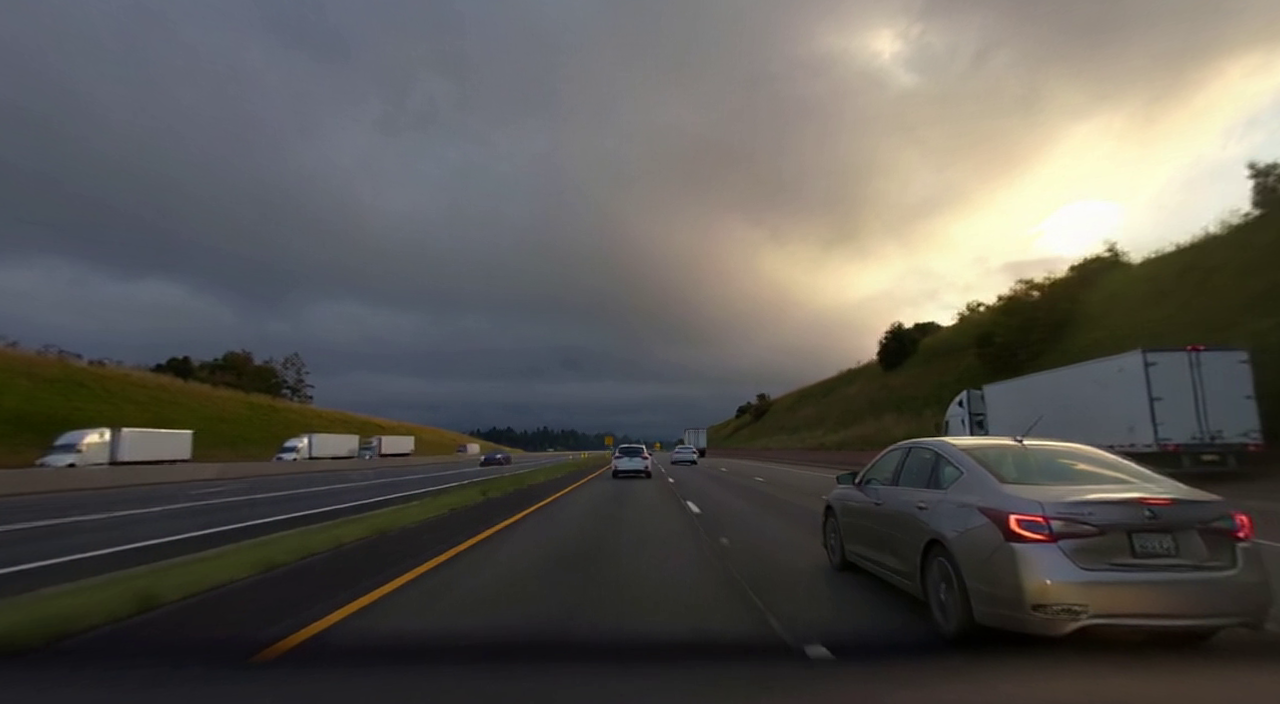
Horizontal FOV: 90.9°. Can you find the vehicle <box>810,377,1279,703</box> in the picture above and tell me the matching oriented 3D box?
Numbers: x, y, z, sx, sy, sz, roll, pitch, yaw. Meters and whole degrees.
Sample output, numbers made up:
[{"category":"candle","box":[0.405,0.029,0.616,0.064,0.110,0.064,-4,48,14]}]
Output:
[{"category":"vehicle","box":[2.903,1.210,4.499,1.997,1.534,4.664,0,-9,-1]}]

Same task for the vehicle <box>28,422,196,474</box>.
[{"category":"vehicle","box":[-36.223,6.743,44.059,2.726,3.138,10.258,0,-9,1]}]

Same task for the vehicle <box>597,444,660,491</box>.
[{"category":"vehicle","box":[-0.376,3.943,21.791,1.970,1.441,3.846,0,-9,-1]}]

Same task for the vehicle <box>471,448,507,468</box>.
[{"category":"vehicle","box":[-11.718,8.270,49.218,1.808,1.491,4.167,0,-9,0]}]

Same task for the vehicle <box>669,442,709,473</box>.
[{"category":"vehicle","box":[2.882,6.304,37.776,2.048,1.704,4.284,0,-9,0]}]
